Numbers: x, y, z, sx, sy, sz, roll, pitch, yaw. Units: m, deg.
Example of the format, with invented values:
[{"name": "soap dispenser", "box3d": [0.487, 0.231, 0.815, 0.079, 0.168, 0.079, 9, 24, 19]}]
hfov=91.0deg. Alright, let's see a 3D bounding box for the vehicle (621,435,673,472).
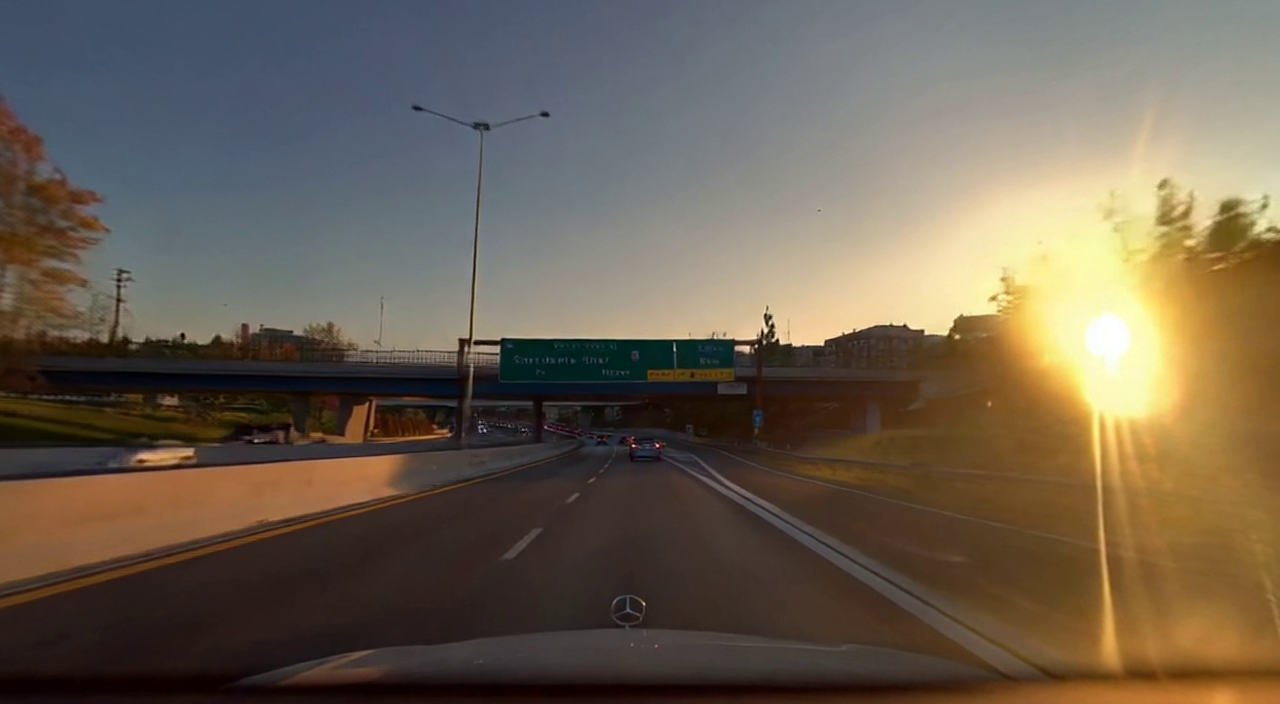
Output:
[{"name": "vehicle", "box3d": [0.324, 4.462, 27.937, 2.130, 1.512, 4.057, 0, -8, 0]}]
